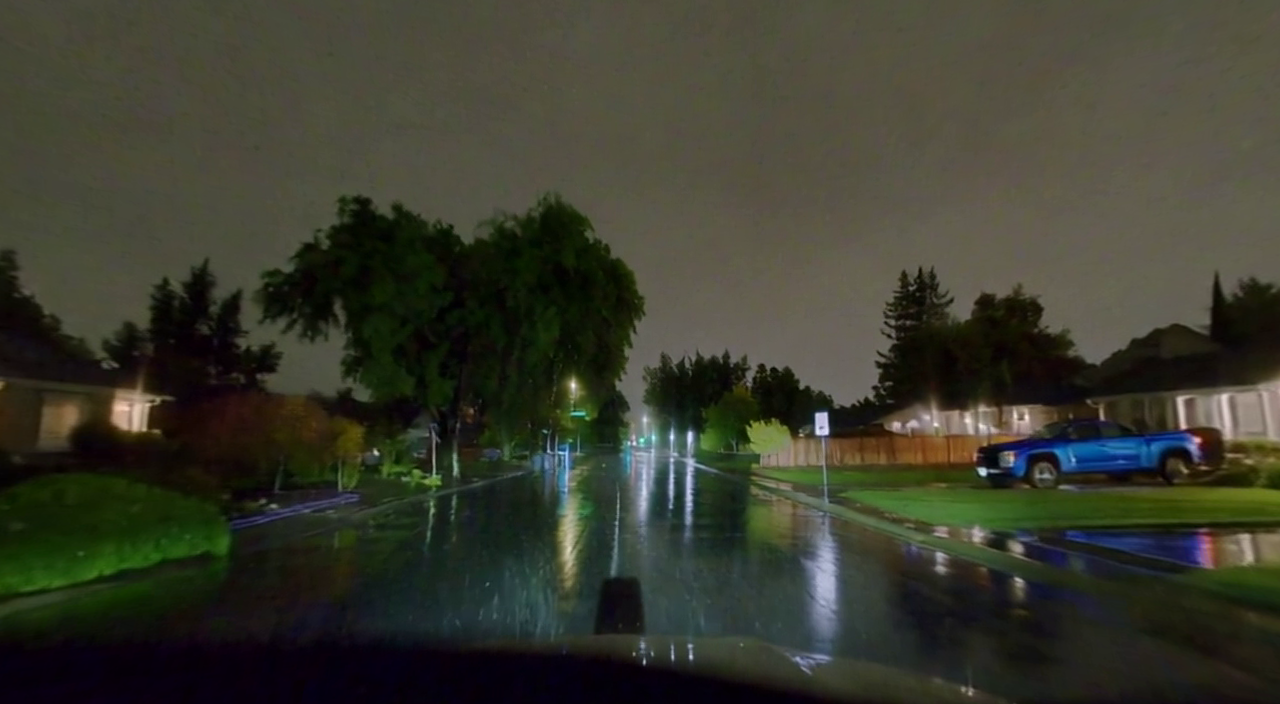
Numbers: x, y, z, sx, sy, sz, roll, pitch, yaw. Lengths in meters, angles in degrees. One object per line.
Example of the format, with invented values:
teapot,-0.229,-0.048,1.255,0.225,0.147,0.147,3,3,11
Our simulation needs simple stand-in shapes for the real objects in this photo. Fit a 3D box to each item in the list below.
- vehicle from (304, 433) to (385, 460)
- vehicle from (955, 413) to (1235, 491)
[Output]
vehicle,-19.230,6.185,41.111,4.196,1.696,2.086,0,-10,-1
vehicle,11.736,2.627,16.594,5.637,1.890,2.171,0,-9,-1
